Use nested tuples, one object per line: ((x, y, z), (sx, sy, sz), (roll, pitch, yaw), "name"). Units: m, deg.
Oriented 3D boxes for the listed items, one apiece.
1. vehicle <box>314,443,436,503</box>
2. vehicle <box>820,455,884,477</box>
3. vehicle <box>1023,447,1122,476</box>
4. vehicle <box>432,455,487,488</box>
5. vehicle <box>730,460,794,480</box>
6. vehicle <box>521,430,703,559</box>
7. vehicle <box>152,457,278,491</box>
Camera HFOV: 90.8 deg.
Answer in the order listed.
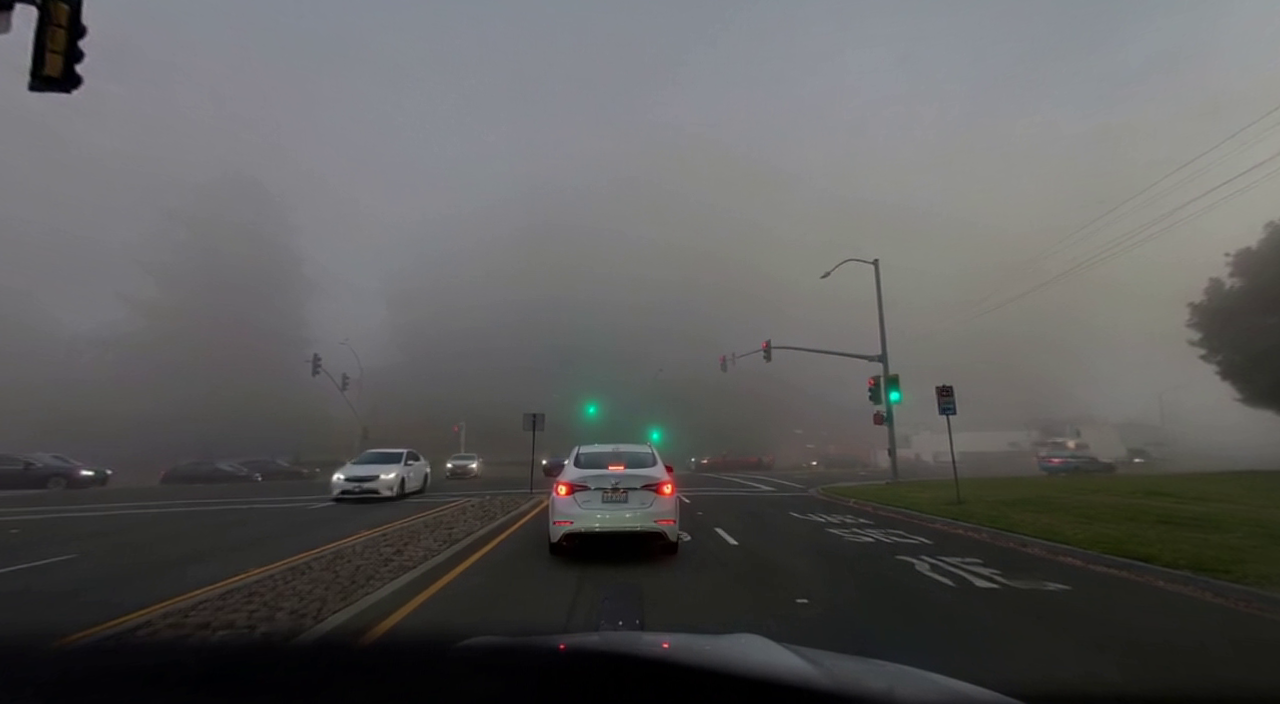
((-7.361, 3.371, 18.107), (2.073, 1.459, 4.495), (1, -9, -8), "vehicle")
((16.532, 8.867, 49.331), (4.337, 1.637, 1.860), (2, -9, -16), "vehicle")
((23.547, 5.932, 34.390), (4.601, 1.485, 1.929), (3, -9, -18), "vehicle")
((-9.413, 6.241, 33.352), (2.078, 1.534, 4.646), (1, -9, -7), "vehicle")
((9.105, 8.807, 47.320), (4.254, 1.359, 1.895), (2, -9, -15), "vehicle")
((-0.353, 1.980, 9.554), (2.112, 1.479, 4.264), (0, -8, -1), "vehicle")
((-20.039, 5.768, 30.004), (4.548, 1.449, 1.802), (2, -9, -13), "vehicle")
